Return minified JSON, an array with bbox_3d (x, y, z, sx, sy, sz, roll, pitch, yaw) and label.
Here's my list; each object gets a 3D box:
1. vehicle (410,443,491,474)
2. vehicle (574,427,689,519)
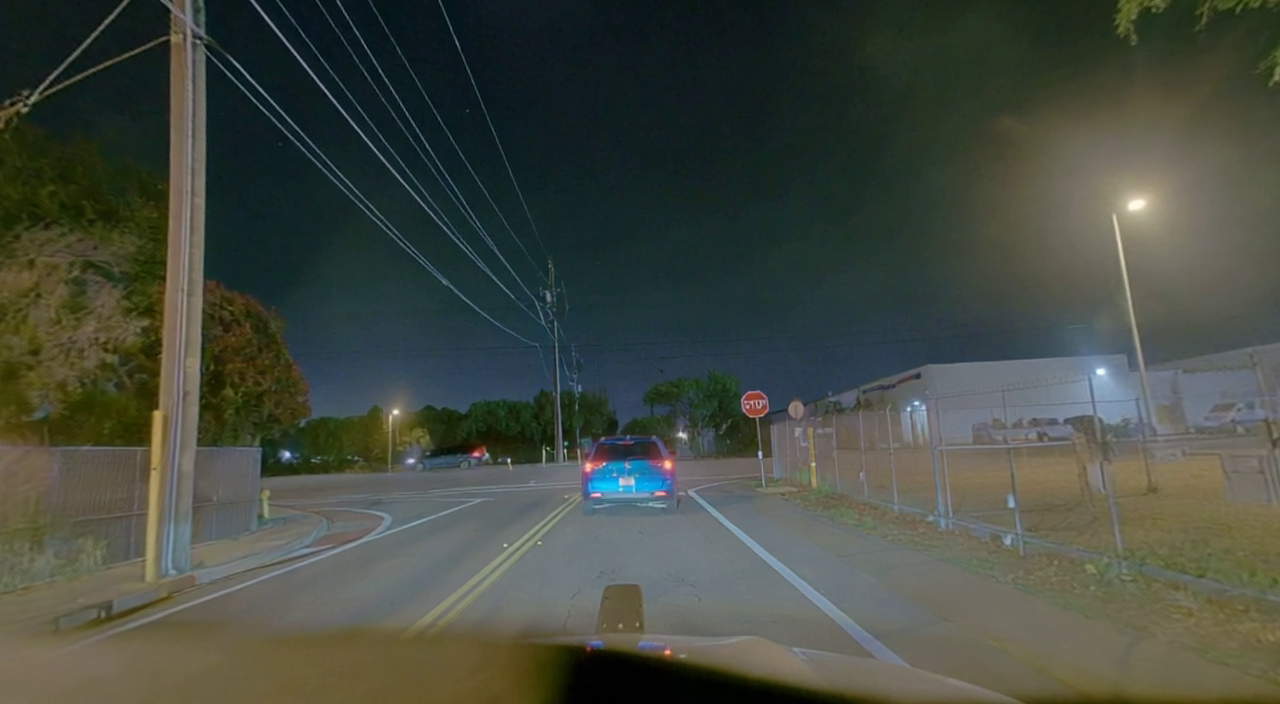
[{"bbox_3d":[-11.672,6.535,38.953,4.415,1.753,2.029,-4,-9,24],"label":"vehicle"},{"bbox_3d":[-0.205,2.566,13.964,2.137,1.698,4.166,0,-8,-1],"label":"vehicle"}]
